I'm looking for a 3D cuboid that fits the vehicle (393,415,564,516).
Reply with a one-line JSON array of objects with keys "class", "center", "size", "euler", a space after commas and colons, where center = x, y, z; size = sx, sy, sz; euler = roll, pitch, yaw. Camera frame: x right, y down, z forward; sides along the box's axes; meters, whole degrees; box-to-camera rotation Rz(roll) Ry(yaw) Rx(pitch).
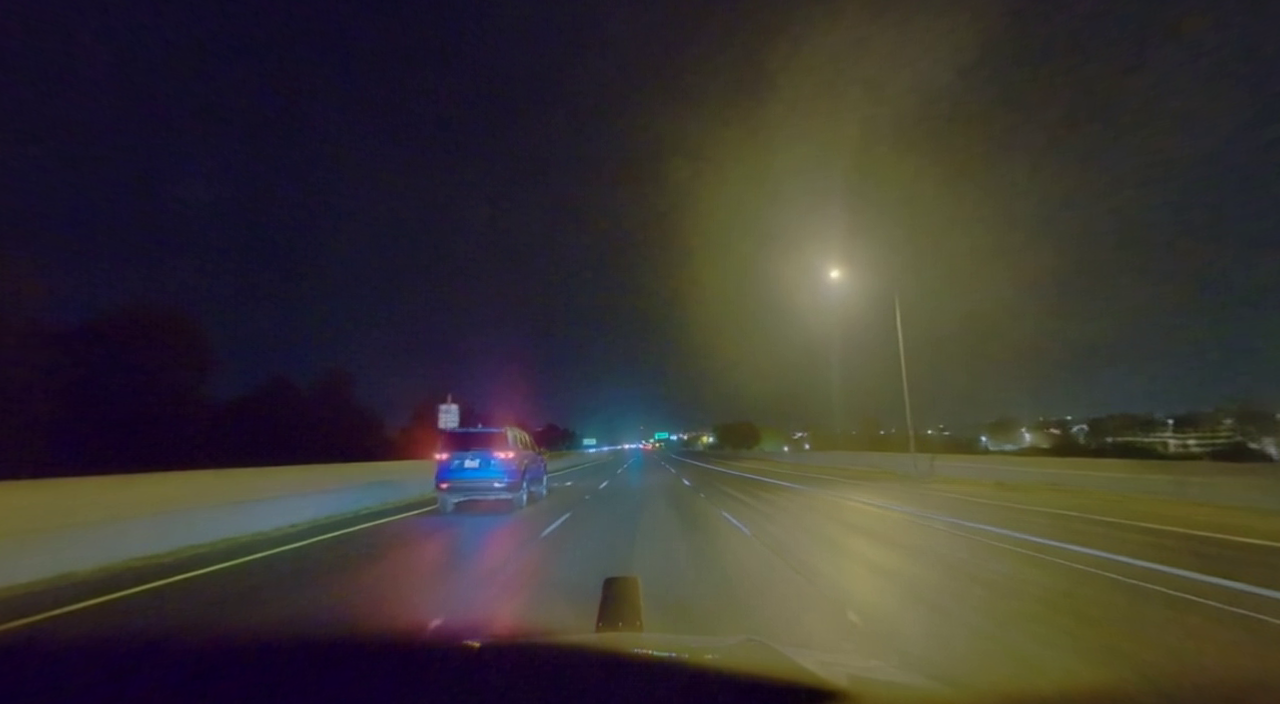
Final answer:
[{"class": "vehicle", "center": [-3.466, 2.622, 15.048], "size": [2.431, 1.928, 5.760], "euler": [0, -9, 1]}]
